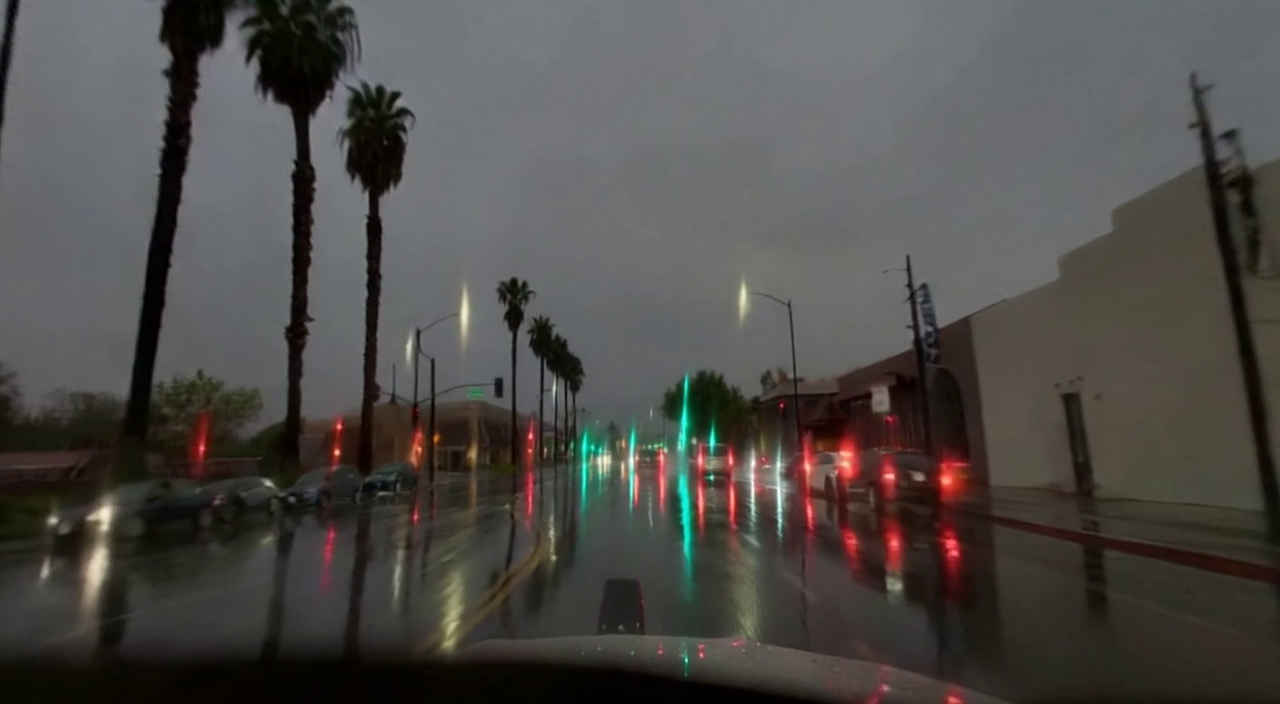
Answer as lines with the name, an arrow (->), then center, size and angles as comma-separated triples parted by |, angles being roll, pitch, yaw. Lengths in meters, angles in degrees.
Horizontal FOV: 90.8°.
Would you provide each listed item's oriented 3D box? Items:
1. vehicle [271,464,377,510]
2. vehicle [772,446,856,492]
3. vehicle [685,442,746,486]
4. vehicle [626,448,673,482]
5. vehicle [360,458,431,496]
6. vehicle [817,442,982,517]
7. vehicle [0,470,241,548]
vehicle -> -12.162, 5.225, 24.698 | 1.978, 1.501, 4.355 | -3, -11, -1
vehicle -> 6.680, 4.519, 24.800 | 2.157, 1.640, 4.228 | 0, -8, 1
vehicle -> 3.122, 4.747, 27.122 | 2.003, 1.702, 4.288 | 0, -8, -1
vehicle -> 0.424, 5.372, 30.303 | 2.088, 1.452, 3.993 | 0, -8, 0
vehicle -> -12.299, 6.372, 32.124 | 1.949, 1.682, 4.094 | -3, -11, 0
vehicle -> 6.478, 3.213, 16.562 | 2.174, 1.643, 4.860 | 0, -8, -1
vehicle -> -12.295, 3.734, 15.418 | 2.188, 1.490, 4.511 | -3, -12, 0
